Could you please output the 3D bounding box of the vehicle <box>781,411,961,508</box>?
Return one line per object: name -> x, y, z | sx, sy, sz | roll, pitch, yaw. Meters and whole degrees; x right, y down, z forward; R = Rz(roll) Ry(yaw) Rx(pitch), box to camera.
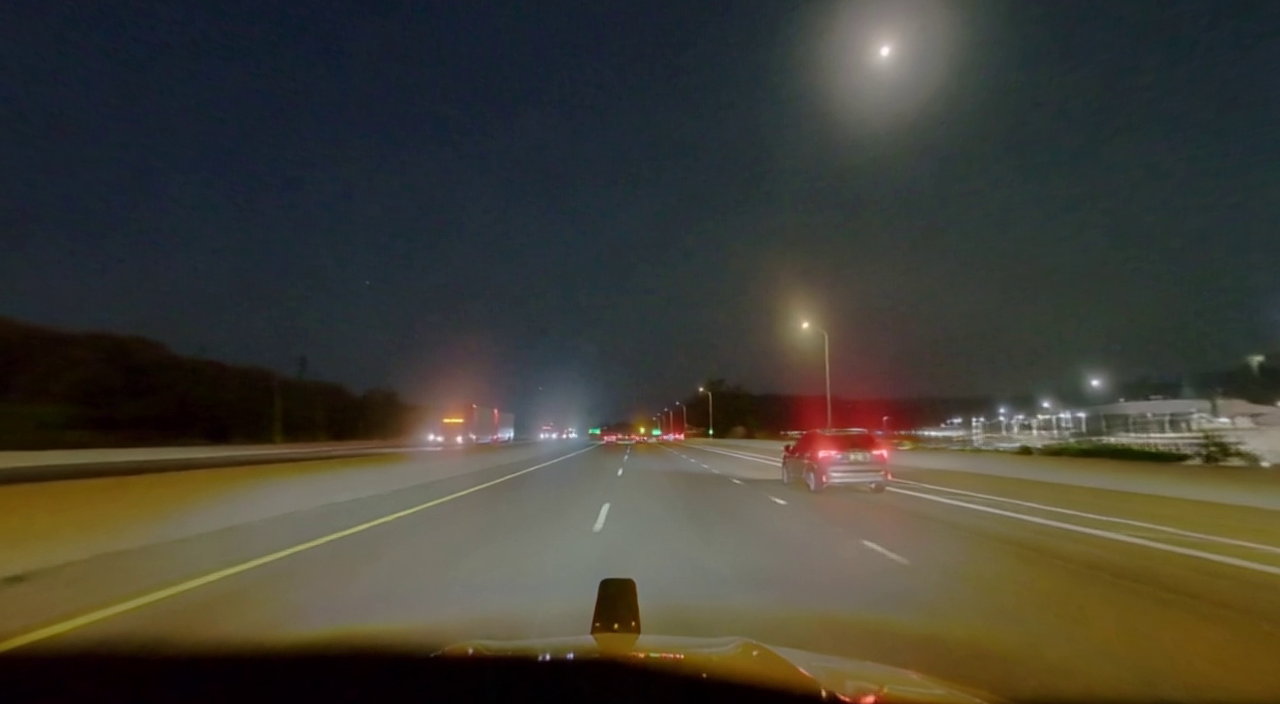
vehicle -> 4.423, 2.127, 12.894 | 2.022, 1.637, 4.229 | 0, -8, -1
